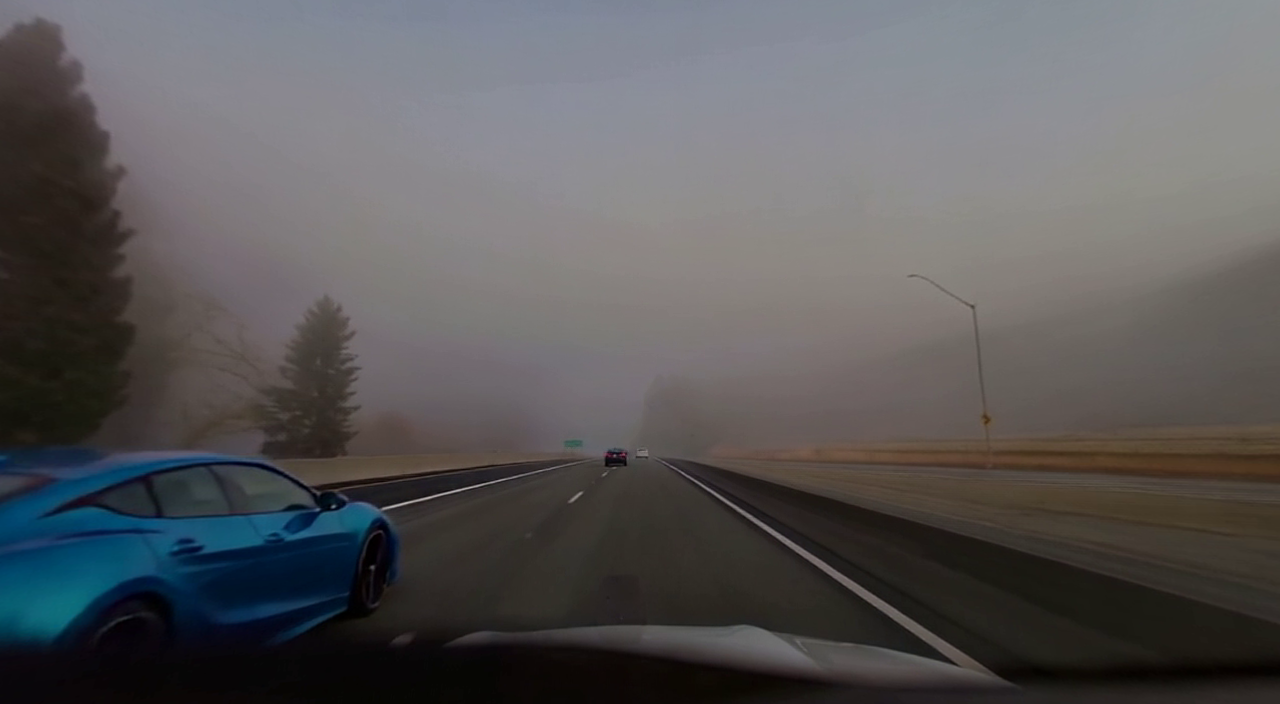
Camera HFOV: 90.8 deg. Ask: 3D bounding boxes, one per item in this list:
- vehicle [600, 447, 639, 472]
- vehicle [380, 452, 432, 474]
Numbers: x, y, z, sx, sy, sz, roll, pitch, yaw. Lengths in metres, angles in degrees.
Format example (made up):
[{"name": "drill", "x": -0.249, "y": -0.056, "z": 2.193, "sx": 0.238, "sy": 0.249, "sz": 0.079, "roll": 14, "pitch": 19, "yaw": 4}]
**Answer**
[{"name": "vehicle", "x": -1.213, "y": 6.683, "z": 39.517, "sx": 2.170, "sy": 1.451, "sz": 4.584, "roll": 0, "pitch": -8, "yaw": 1}, {"name": "vehicle", "x": -16.408, "y": 7.779, "z": 44.456, "sx": 2.007, "sy": 1.444, "sz": 4.190, "roll": 0, "pitch": -9, "yaw": 2}]
